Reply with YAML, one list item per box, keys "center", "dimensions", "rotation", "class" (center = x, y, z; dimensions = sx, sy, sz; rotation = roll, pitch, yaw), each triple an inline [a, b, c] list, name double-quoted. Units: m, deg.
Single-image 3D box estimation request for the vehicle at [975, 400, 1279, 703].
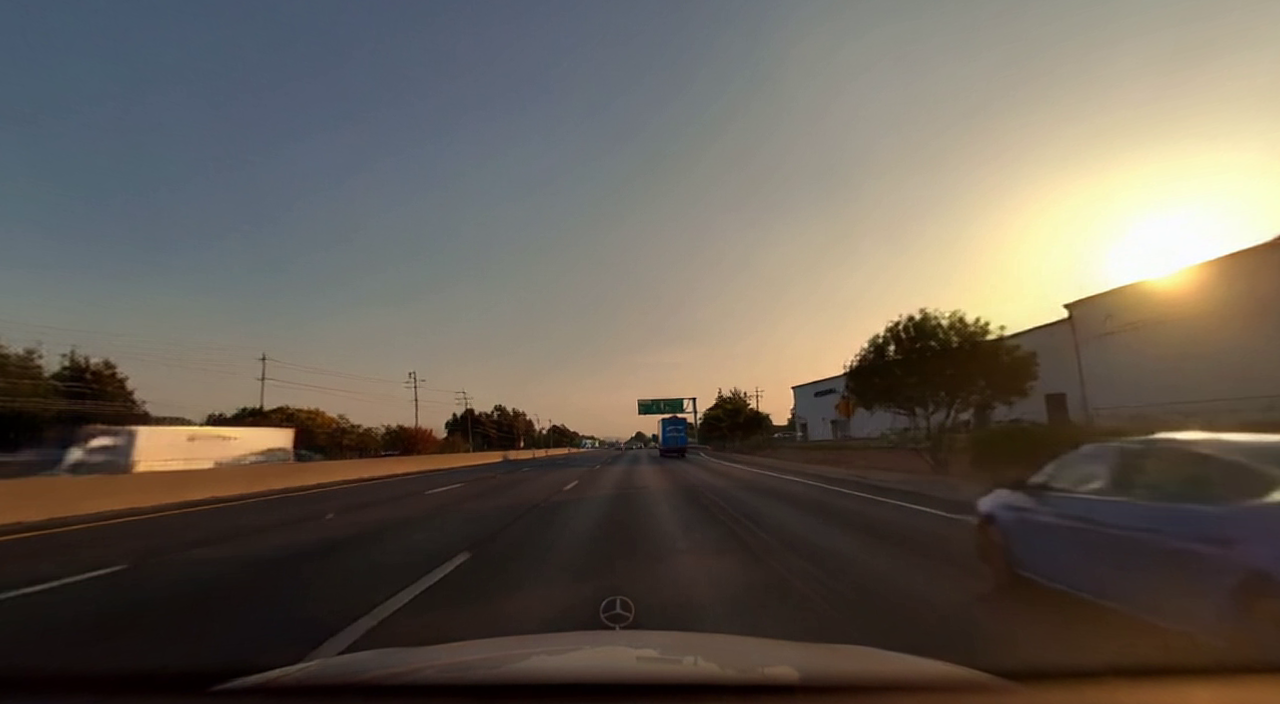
- center: [3.705, 0.987, 2.935]
  dimensions: [2.048, 1.482, 3.956]
  rotation: [0, -8, -1]
  class: "vehicle"
